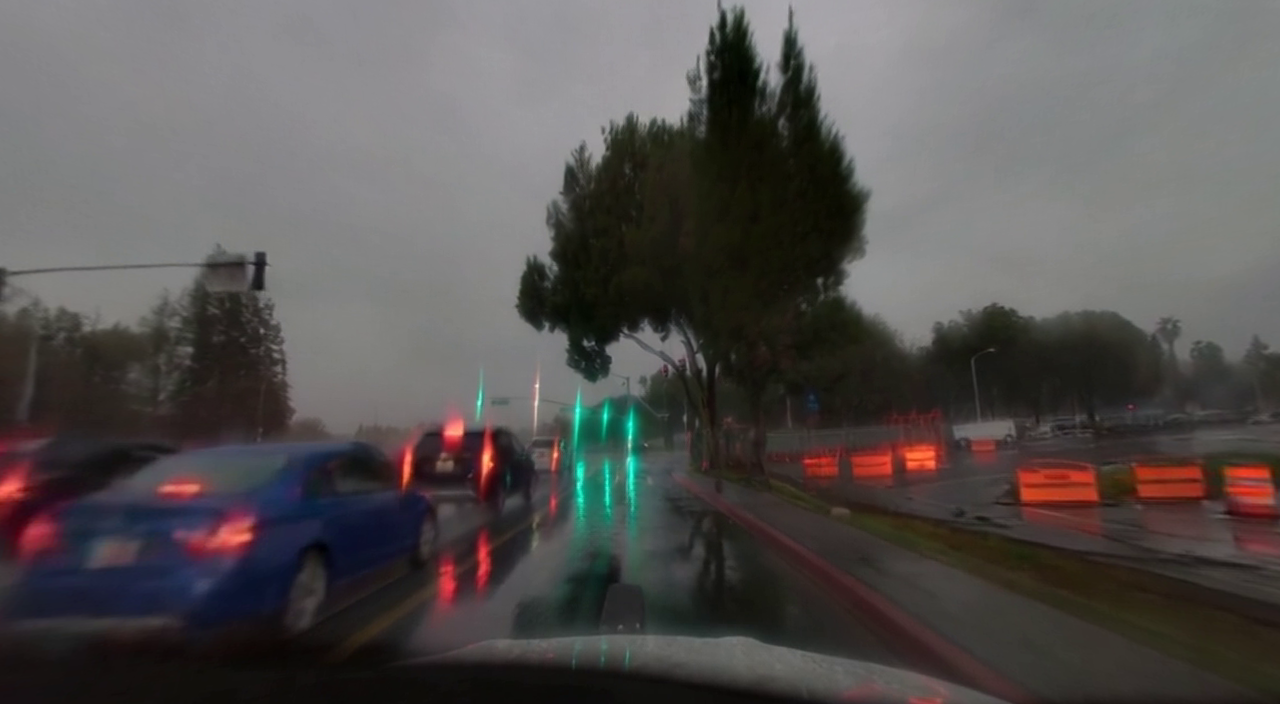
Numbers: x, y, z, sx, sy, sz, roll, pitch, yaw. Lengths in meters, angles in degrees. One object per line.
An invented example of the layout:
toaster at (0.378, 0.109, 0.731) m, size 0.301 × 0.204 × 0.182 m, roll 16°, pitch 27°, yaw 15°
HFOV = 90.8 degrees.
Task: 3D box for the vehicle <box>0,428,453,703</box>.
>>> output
vehicle at (-3.261, 1.485, 5.496) m, size 2.042 × 1.441 × 4.172 m, roll -2°, pitch -9°, yaw 0°

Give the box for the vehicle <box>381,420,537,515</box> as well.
vehicle at (-4.031, 2.683, 15.148) m, size 2.236 × 1.886 × 4.792 m, roll 0°, pitch -9°, yaw 1°

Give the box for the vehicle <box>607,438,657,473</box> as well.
vehicle at (-0.364, 4.849, 29.808) m, size 2.183 × 1.506 × 4.286 m, roll 0°, pitch -9°, yaw 0°

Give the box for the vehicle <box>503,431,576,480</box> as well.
vehicle at (-4.095, 4.322, 26.588) m, size 2.240 × 1.844 × 5.043 m, roll 0°, pitch -9°, yaw 0°
